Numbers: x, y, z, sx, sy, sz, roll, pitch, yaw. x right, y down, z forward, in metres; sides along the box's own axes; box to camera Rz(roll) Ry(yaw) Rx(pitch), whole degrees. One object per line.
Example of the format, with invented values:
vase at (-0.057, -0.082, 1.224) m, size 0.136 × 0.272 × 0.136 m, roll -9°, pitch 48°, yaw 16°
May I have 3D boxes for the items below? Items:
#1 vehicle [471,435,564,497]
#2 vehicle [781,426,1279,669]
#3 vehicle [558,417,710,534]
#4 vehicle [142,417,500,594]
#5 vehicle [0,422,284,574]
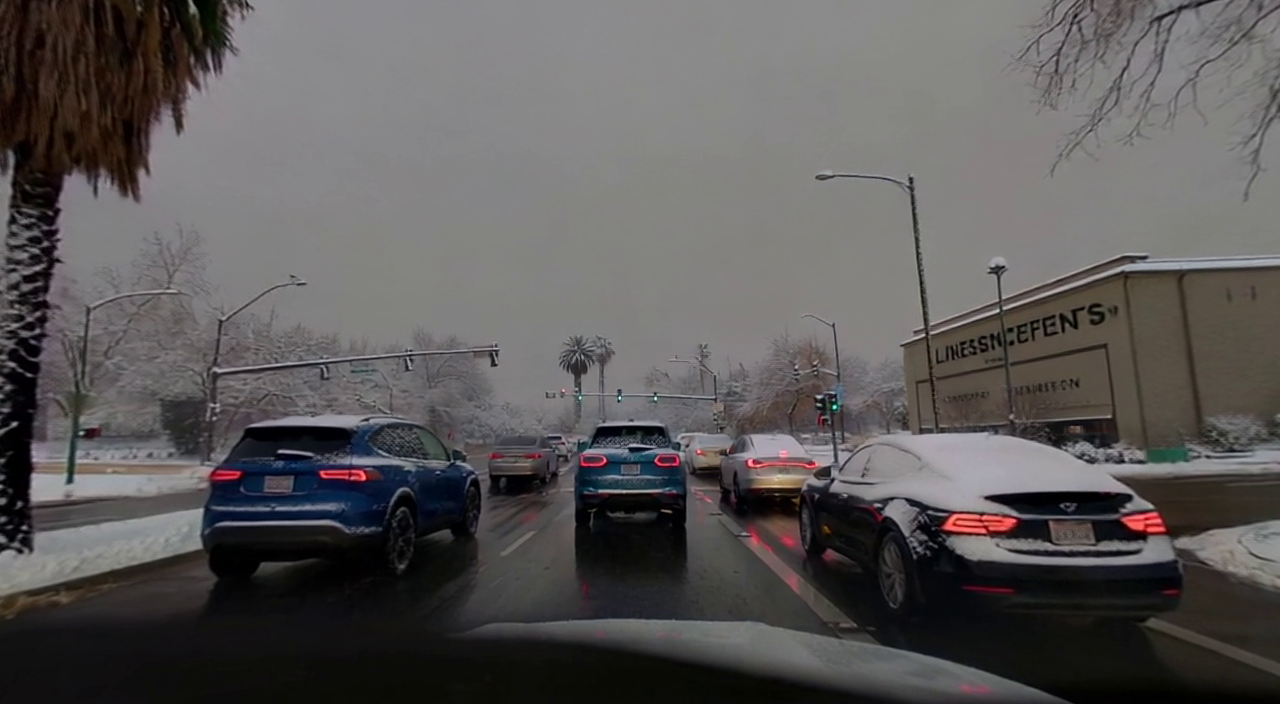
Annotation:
vehicle at (-3.381, 3.229, 18.181) m, size 1.927 × 1.568 × 3.733 m, roll 0°, pitch -8°, yaw 0°
vehicle at (2.974, 1.561, 6.289) m, size 2.017 × 1.491 × 4.611 m, roll 0°, pitch -8°, yaw -1°
vehicle at (-0.144, 2.188, 11.738) m, size 2.280 × 1.747 × 4.361 m, roll 0°, pitch -8°, yaw -2°
vehicle at (-3.308, 1.685, 7.813) m, size 2.014 × 1.534 × 4.455 m, roll 0°, pitch -9°, yaw 1°
vehicle at (-6.955, 1.803, 8.559) m, size 1.889 × 1.554 × 4.033 m, roll 0°, pitch -8°, yaw -1°
